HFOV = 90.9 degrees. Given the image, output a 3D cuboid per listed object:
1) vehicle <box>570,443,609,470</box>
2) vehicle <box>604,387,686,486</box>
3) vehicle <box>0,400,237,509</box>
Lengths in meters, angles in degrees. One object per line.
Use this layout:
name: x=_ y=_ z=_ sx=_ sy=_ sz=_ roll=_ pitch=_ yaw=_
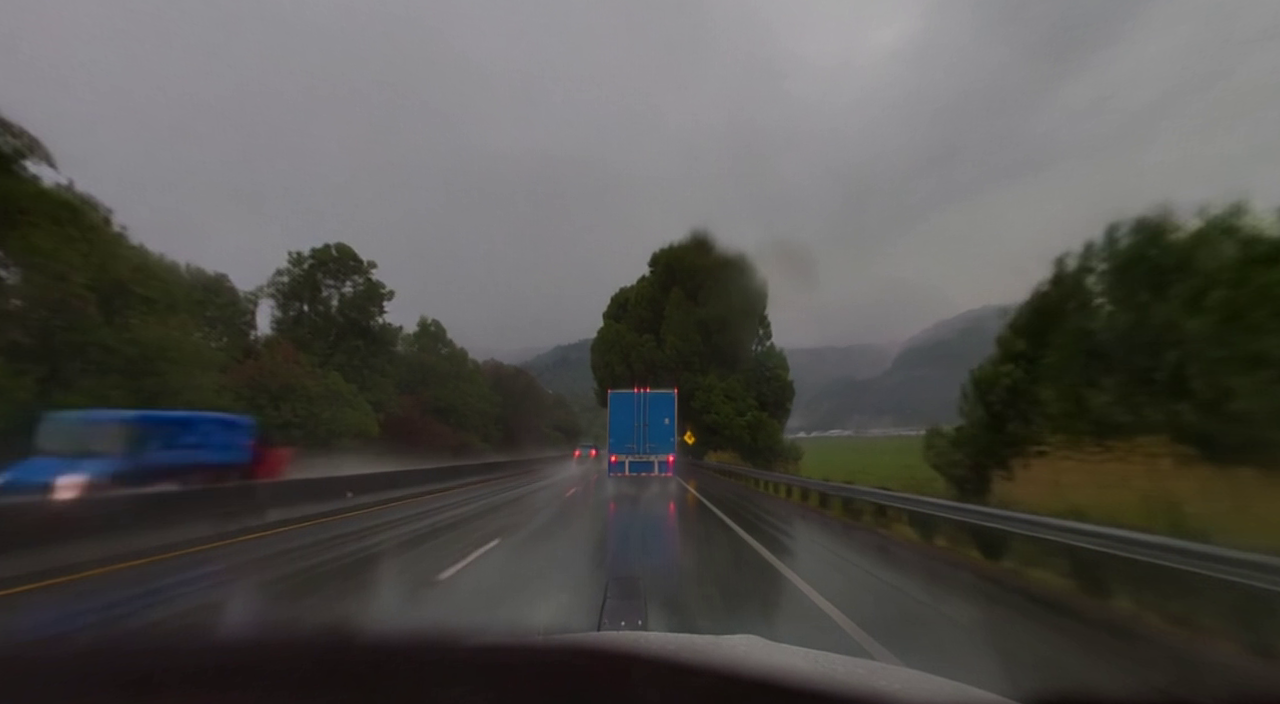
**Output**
vehicle: x=-3.346 y=7.029 z=42.458 sx=2.160 sy=1.661 sz=4.388 roll=0 pitch=-9 yaw=1
vehicle: x=0.079 y=3.712 z=27.111 sx=2.913 sy=3.530 sz=8.648 roll=0 pitch=-9 yaw=-1
vehicle: x=-15.078 y=3.010 z=18.678 sx=2.288 sy=2.708 sz=5.765 roll=0 pitch=-9 yaw=0
